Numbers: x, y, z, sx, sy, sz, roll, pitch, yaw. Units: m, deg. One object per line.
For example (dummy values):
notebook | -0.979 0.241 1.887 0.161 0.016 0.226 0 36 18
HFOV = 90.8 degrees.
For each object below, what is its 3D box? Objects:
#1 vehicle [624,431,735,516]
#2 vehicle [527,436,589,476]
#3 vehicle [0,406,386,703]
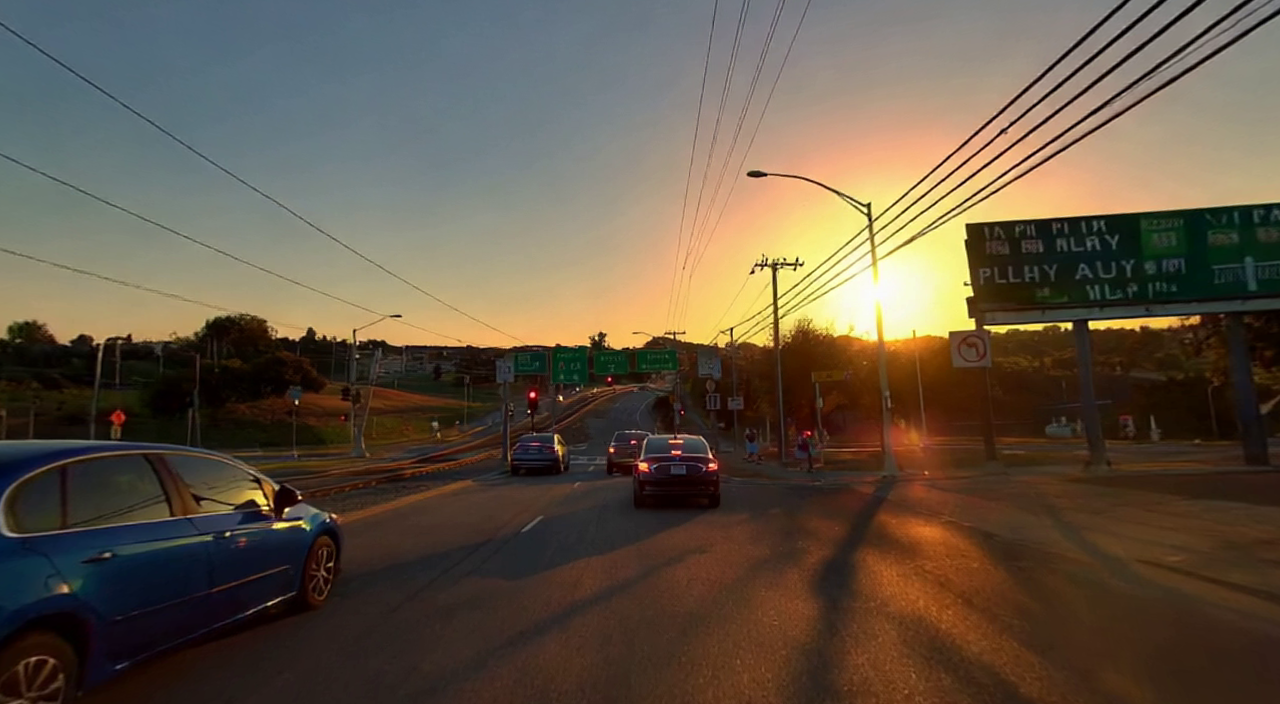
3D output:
vehicle | 0.662 2.506 13.512 1.998 1.529 3.960 0 -9 -2
vehicle | -3.224 4.188 25.603 1.984 1.505 4.047 0 -9 -1
vehicle | -3.562 1.186 4.049 1.956 1.468 4.585 0 -9 0
